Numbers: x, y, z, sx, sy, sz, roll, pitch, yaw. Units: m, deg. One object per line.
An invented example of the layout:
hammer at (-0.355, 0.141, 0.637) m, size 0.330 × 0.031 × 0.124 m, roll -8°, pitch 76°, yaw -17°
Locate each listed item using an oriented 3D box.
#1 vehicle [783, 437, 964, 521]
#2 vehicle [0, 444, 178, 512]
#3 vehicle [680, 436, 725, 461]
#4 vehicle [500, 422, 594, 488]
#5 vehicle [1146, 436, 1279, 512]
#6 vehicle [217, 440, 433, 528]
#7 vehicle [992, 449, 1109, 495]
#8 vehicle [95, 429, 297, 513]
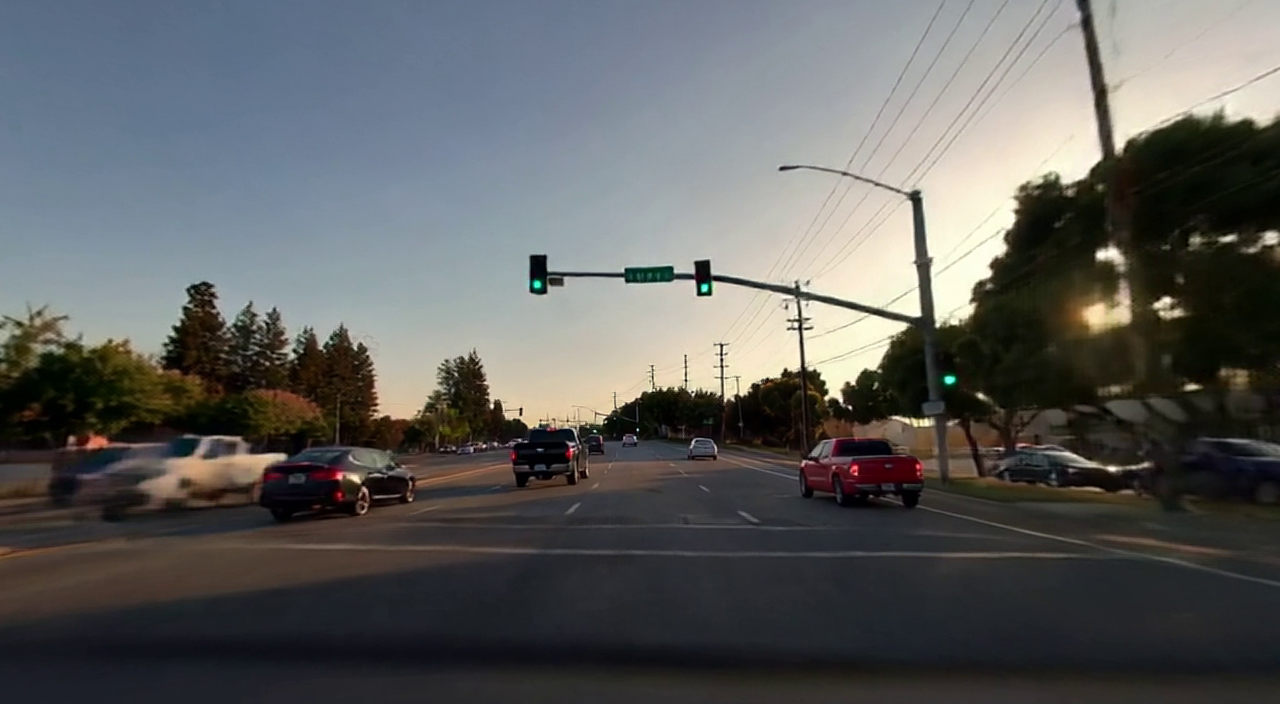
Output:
vehicle at (4.575, 2.535, 13.262) m, size 1.840 × 1.428 × 4.602 m, roll 0°, pitch -9°, yaw -3°
vehicle at (-17.748, 3.945, 20.349) m, size 2.114 × 1.892 × 4.773 m, roll 0°, pitch -9°, yaw -1°
vehicle at (3.734, 5.827, 38.257) m, size 2.071 × 1.435 × 4.226 m, roll 0°, pitch -9°, yaw -3°
vehicle at (-3.056, 3.608, 22.365) m, size 2.467 × 1.991 × 6.089 m, roll 0°, pitch -9°, yaw 0°
vehicle at (16.564, 3.178, 16.787) m, size 2.044 × 1.812 × 4.935 m, roll 0°, pitch -9°, yaw -1°
vehicle at (-6.241, 2.647, 13.338) m, size 2.035 × 1.497 × 4.723 m, roll 0°, pitch -9°, yaw 1°
vehicle at (16.570, 4.829, 25.830) m, size 2.002 × 1.681 × 4.507 m, roll -1°, pitch -9°, yaw 4°
vehicle at (-11.304, 3.044, 16.593) m, size 2.073 × 1.737 × 4.467 m, roll -4°, pitch -9°, yaw 1°
